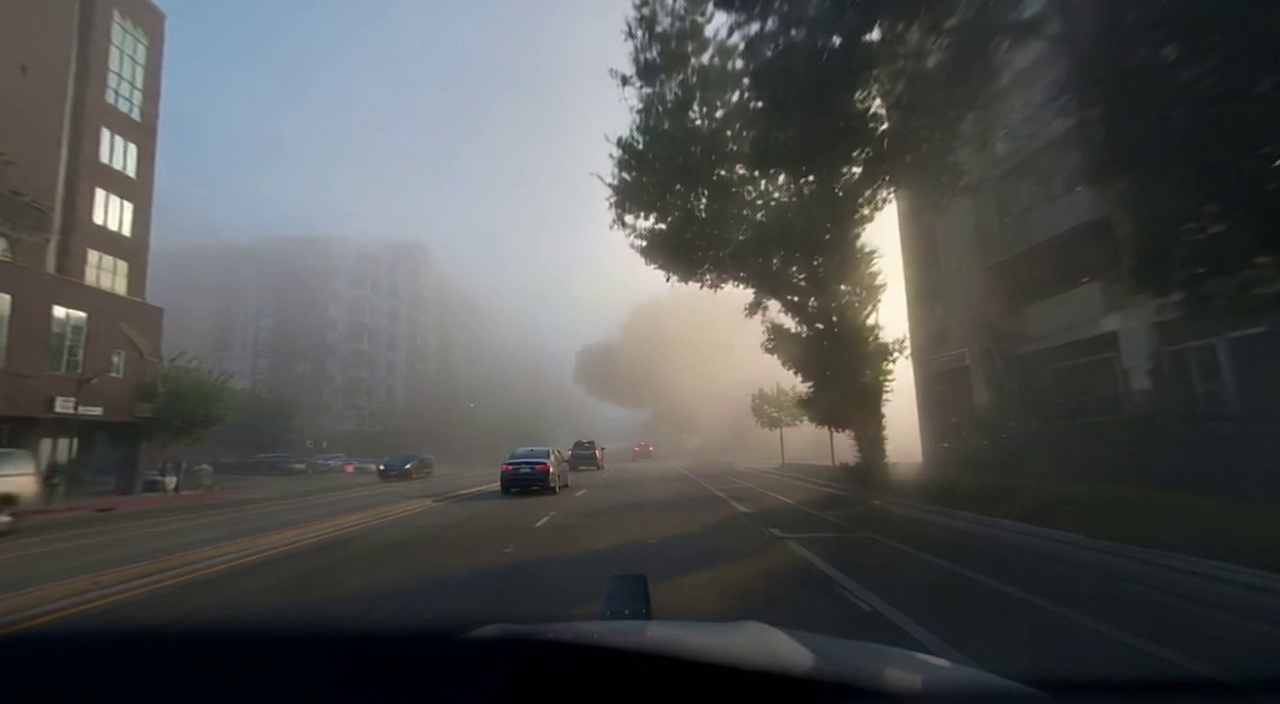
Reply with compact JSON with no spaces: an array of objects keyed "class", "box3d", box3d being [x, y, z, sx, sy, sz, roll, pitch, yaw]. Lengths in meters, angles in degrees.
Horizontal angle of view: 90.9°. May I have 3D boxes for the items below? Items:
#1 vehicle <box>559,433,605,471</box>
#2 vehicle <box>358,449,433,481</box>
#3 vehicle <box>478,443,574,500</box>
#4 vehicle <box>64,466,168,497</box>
[{"class":"vehicle","box3d":[-3.246,5.730,36.134,2.152,1.987,4.527,0,-9,1]},{"class":"vehicle","box3d":[-13.264,6.129,34.517,2.036,1.649,4.664,0,-9,3]},{"class":"vehicle","box3d":[-3.096,3.349,18.034,1.959,1.406,4.272,0,-9,0]},{"class":"vehicle","box3d":[-28.009,6.920,33.782,3.891,1.483,1.884,-1,-9,0]}]
